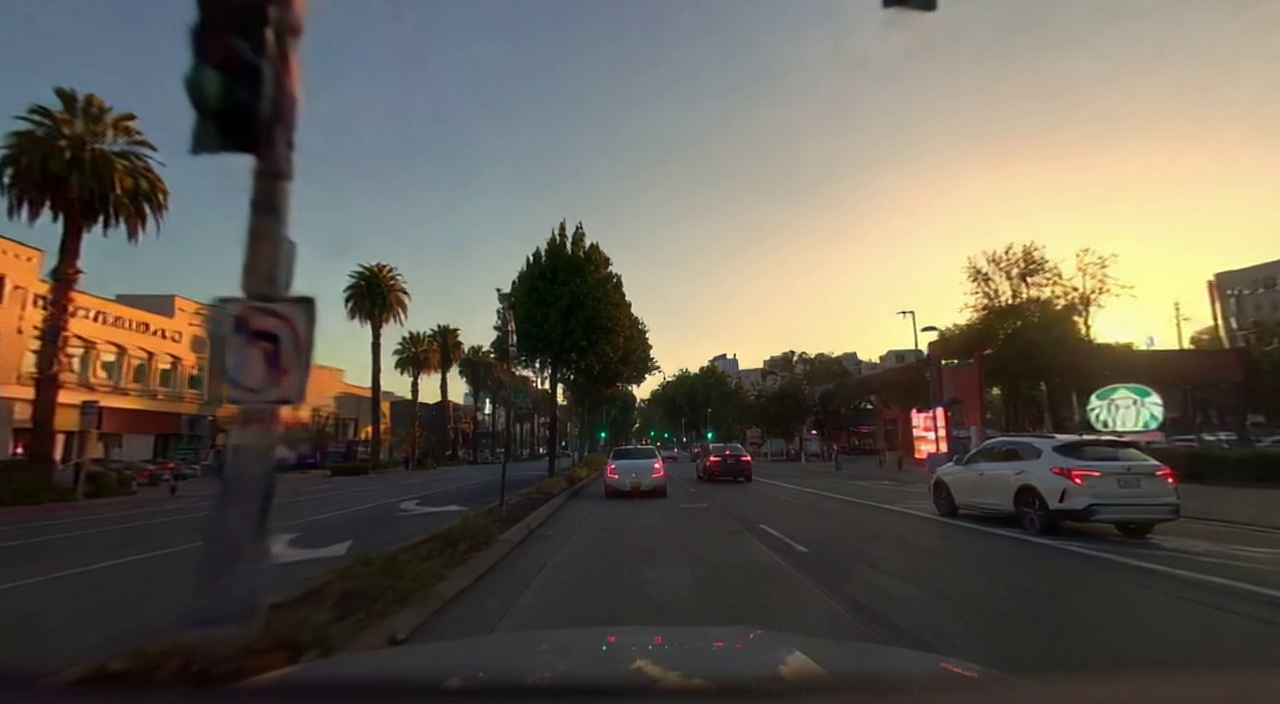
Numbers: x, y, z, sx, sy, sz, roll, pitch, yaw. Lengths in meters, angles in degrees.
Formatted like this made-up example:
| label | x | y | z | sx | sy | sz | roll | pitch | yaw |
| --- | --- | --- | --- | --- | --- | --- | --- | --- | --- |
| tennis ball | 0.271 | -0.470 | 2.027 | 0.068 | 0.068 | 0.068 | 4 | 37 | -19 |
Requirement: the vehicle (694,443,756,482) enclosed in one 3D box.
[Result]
| label | x | y | z | sx | sy | sz | roll | pitch | yaw |
| --- | --- | --- | --- | --- | --- | --- | --- | --- | --- |
| vehicle | 3.548 | 4.665 | 27.027 | 1.892 | 1.532 | 4.177 | 0 | -8 | -2 |

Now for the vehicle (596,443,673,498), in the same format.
| label | x | y | z | sx | sy | sz | roll | pitch | yaw |
| --- | --- | --- | --- | --- | --- | --- | --- | --- | --- |
| vehicle | -0.173 | 3.545 | 19.360 | 2.110 | 1.487 | 3.873 | 0 | -8 | -1 |

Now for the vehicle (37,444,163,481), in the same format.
| label | x | y | z | sx | sy | sz | roll | pitch | yaw |
| --- | --- | --- | --- | --- | --- | --- | --- | --- | --- |
| vehicle | -31.145 | 6.397 | 36.527 | 5.230 | 1.986 | 2.250 | -1 | -10 | 3 |

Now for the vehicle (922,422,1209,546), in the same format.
| label | x | y | z | sx | sy | sz | roll | pitch | yaw |
| --- | --- | --- | --- | --- | --- | --- | --- | --- | --- |
| vehicle | 6.754 | 2.111 | 10.739 | 1.940 | 1.674 | 4.085 | 0 | -8 | -1 |
